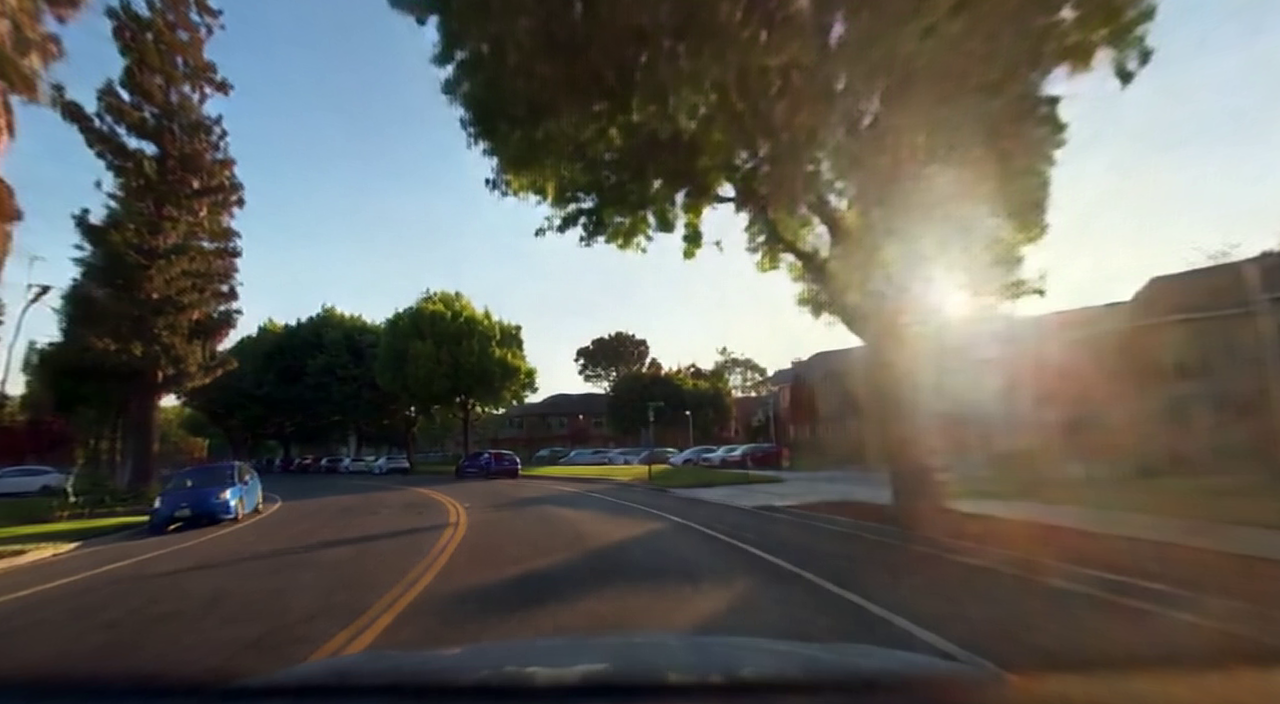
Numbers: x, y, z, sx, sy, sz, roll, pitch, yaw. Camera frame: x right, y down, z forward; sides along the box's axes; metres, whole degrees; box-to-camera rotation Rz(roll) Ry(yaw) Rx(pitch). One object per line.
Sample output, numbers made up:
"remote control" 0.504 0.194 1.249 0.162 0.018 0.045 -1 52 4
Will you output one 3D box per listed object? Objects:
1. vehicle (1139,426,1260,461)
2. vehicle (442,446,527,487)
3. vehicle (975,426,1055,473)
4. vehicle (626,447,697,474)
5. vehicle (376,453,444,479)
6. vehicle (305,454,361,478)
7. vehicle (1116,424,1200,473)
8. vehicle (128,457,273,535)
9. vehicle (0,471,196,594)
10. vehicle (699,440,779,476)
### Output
"vehicle" 29.284 4.839 33.177 4.506 1.623 1.928 -10 -14 42
"vehicle" -8.285 5.975 33.372 2.042 1.817 5.202 7 -10 -42
"vehicle" 15.415 3.972 25.847 1.900 1.711 4.666 -7 -11 40
"vehicle" 1.326 6.512 38.025 2.036 1.517 4.225 -8 -12 42
"vehicle" -14.929 7.343 40.832 4.611 1.519 2.053 -7 -11 40
"vehicle" -23.491 8.674 48.308 4.686 1.731 2.055 -7 -11 41
"vehicle" 18.406 3.400 22.396 3.526 1.412 1.647 4 -12 -43
"vehicle" -11.286 3.641 16.678 2.206 1.537 4.946 0 -9 -24
"vehicle" -8.606 2.219 7.288 2.772 1.161 7.241 -1 -7 -9
"vehicle" 5.518 5.784 34.878 2.229 1.723 4.372 -7 -9 44
